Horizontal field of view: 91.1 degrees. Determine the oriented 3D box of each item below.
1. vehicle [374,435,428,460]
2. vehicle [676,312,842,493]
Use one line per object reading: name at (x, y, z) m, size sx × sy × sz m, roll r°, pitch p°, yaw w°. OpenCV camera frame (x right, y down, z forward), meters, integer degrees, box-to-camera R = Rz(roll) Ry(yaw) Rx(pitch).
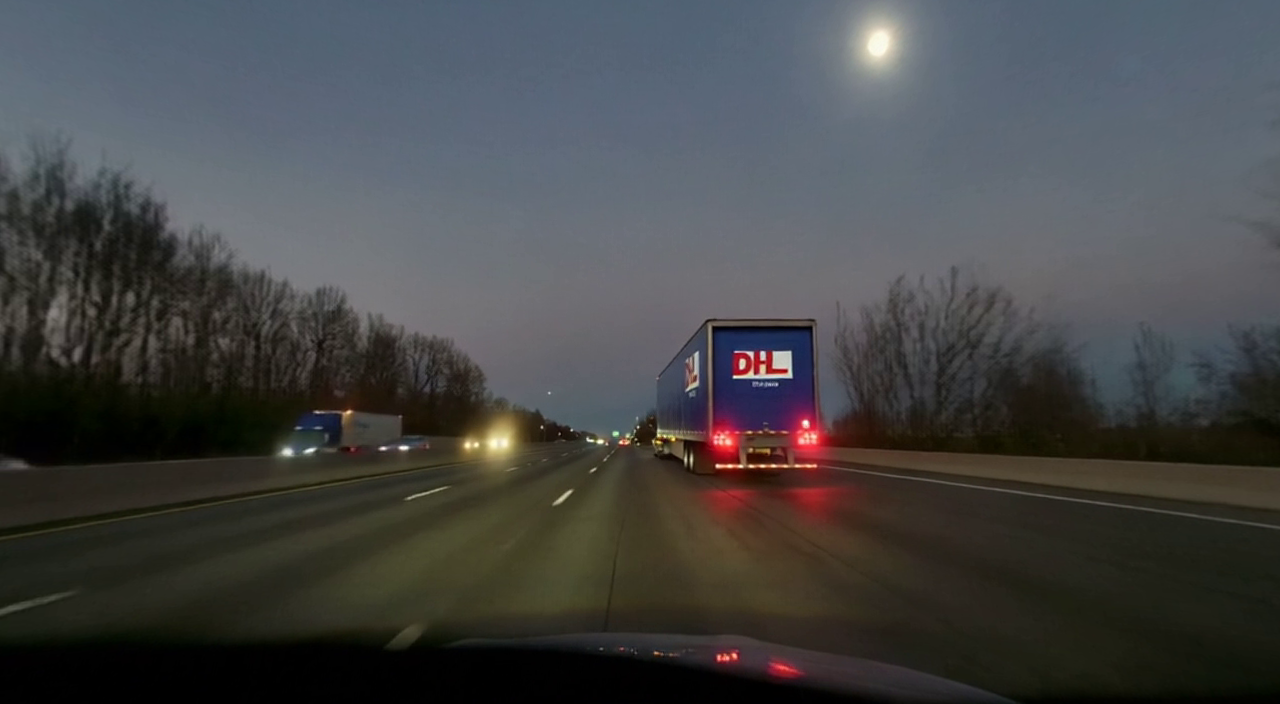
vehicle at (-17.029, 6.799, 45.056) m, size 2.030 × 1.655 × 4.893 m, roll 0°, pitch -8°, yaw -1°
vehicle at (3.011, 1.736, 19.164) m, size 3.011 × 4.211 × 8.926 m, roll 0°, pitch -8°, yaw -2°
